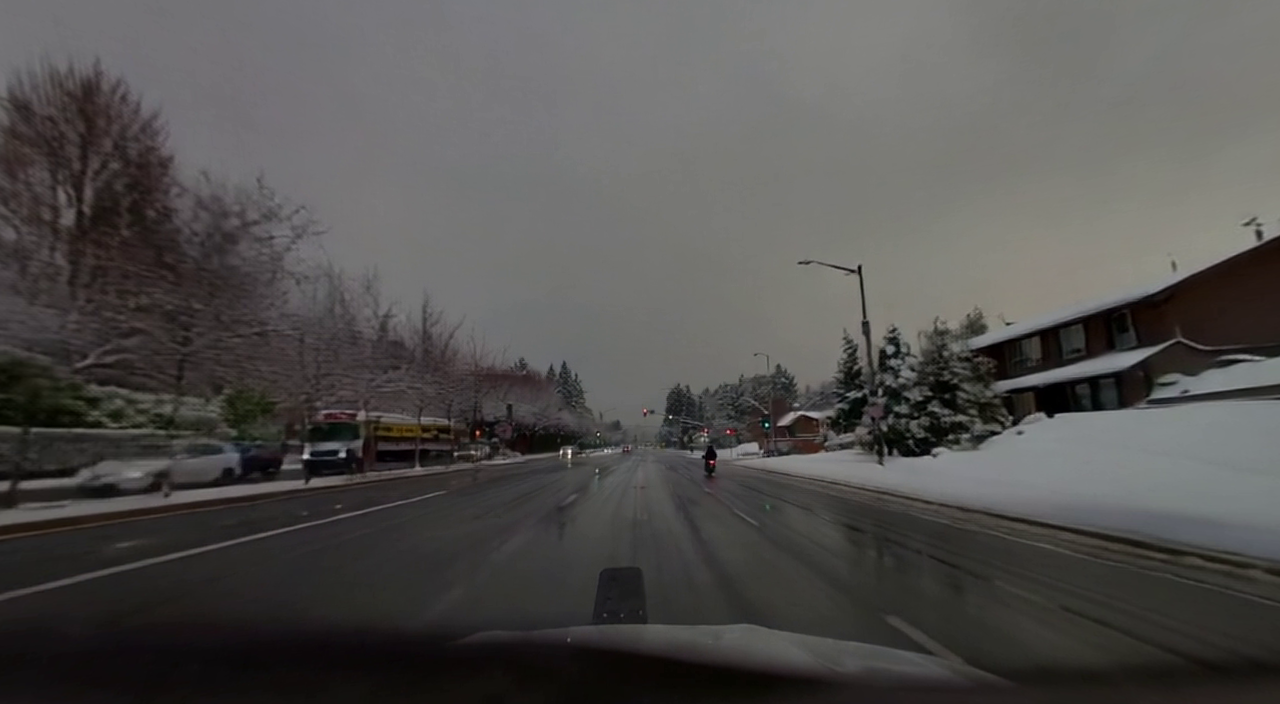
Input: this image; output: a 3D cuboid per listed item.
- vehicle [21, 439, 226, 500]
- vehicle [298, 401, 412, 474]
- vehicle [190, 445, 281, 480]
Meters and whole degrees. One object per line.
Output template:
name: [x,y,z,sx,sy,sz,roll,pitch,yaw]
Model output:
vehicle: [-13.902,3.143,17.418,1.888,1.456,4.406,-1,-8,1]
vehicle: [-17.098,5.259,38.588,3.027,3.971,8.006,0,-8,1]
vehicle: [-20.810,5.665,32.680,1.844,1.679,4.318,0,-8,0]
